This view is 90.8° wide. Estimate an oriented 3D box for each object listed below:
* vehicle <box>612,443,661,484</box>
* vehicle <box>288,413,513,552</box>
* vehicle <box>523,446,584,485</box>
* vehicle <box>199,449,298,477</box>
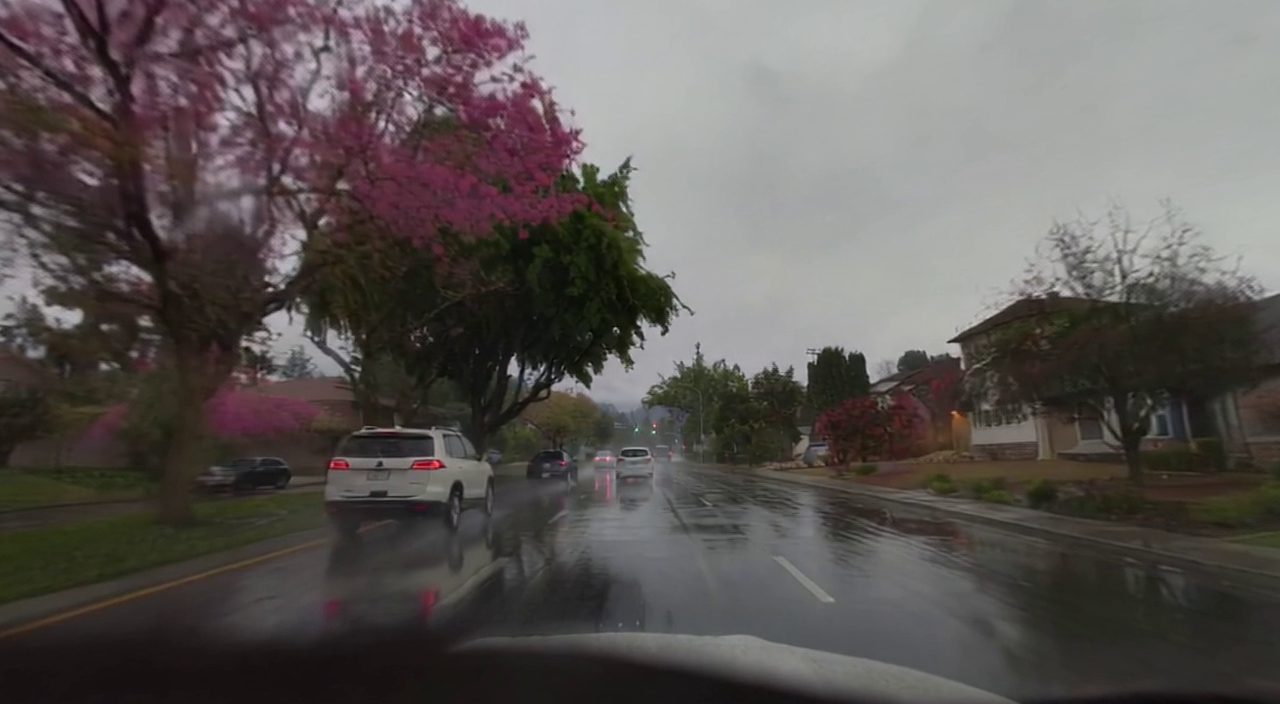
[{"bbox_3d":[-0.144,4.848,27.789,1.997,1.636,3.760,0,-8,0],"label":"vehicle"},{"bbox_3d":[-3.824,2.172,11.269,2.161,1.919,4.798,0,-8,-1],"label":"vehicle"},{"bbox_3d":[-3.727,4.969,27.936,2.066,1.565,3.905,0,-8,1],"label":"vehicle"},{"bbox_3d":[-28.539,8.093,46.290,5.692,1.926,2.274,3,-9,-18],"label":"vehicle"}]
